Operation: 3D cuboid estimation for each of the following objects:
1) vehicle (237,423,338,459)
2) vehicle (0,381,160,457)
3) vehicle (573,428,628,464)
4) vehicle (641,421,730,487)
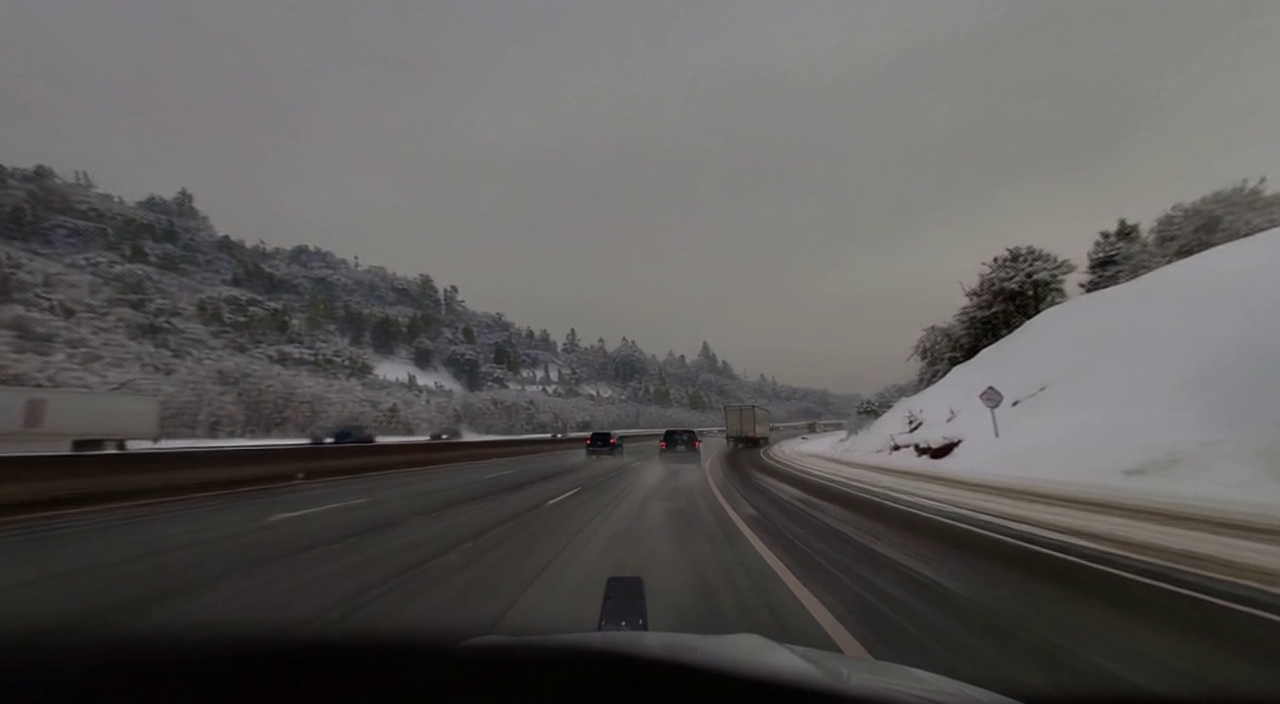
[{"bbox_3d":[-15.995,4.082,28.904,1.864,1.507,4.271,-1,-8,5],"label":"vehicle"},{"bbox_3d":[-32.199,3.558,32.617,2.795,3.678,13.742,-1,-9,6],"label":"vehicle"},{"bbox_3d":[-1.950,4.830,32.395,2.077,1.712,4.406,-1,-8,6],"label":"vehicle"},{"bbox_3d":[1.394,3.195,19.963,2.484,1.820,4.497,-1,-8,3],"label":"vehicle"}]
